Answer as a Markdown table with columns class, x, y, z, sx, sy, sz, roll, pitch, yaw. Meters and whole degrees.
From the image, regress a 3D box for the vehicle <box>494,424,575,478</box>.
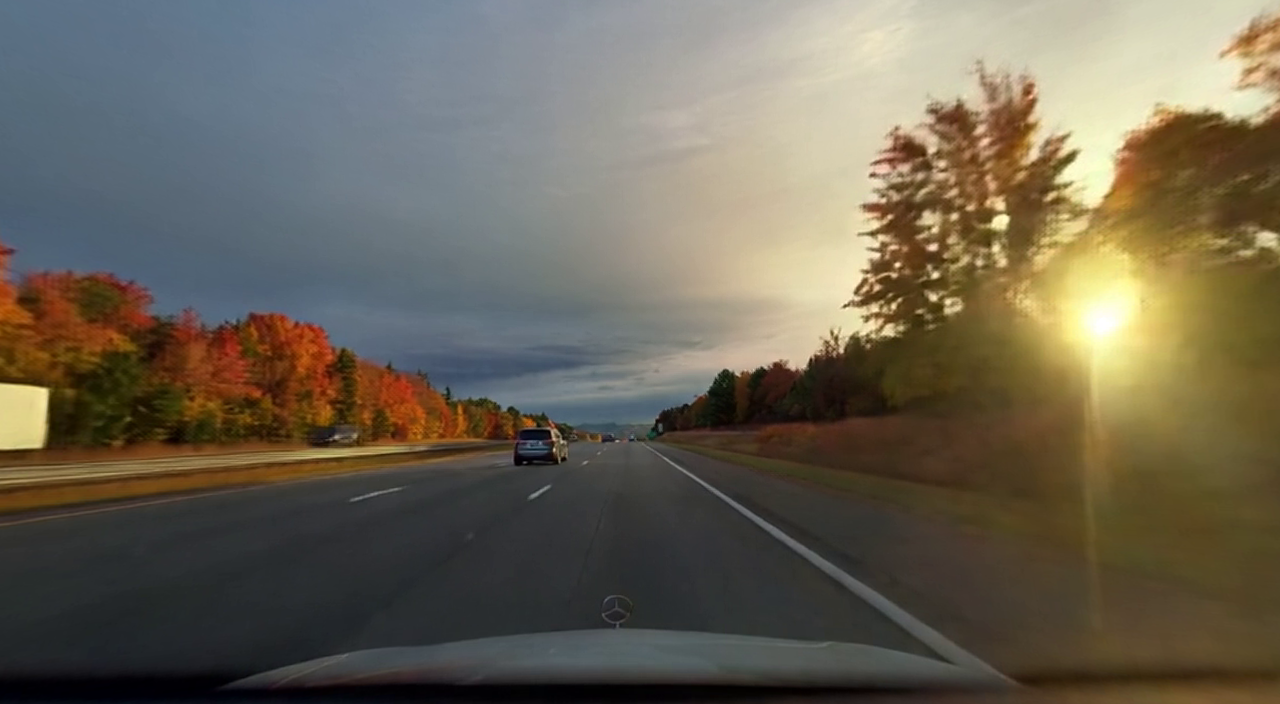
| class | x | y | z | sx | sy | sz | roll | pitch | yaw |
| --- | --- | --- | --- | --- | --- | --- | --- | --- | --- |
| vehicle | -3.506 | 3.379 | 21.786 | 2.057 | 1.666 | 4.552 | 0 | -8 | -1 |
